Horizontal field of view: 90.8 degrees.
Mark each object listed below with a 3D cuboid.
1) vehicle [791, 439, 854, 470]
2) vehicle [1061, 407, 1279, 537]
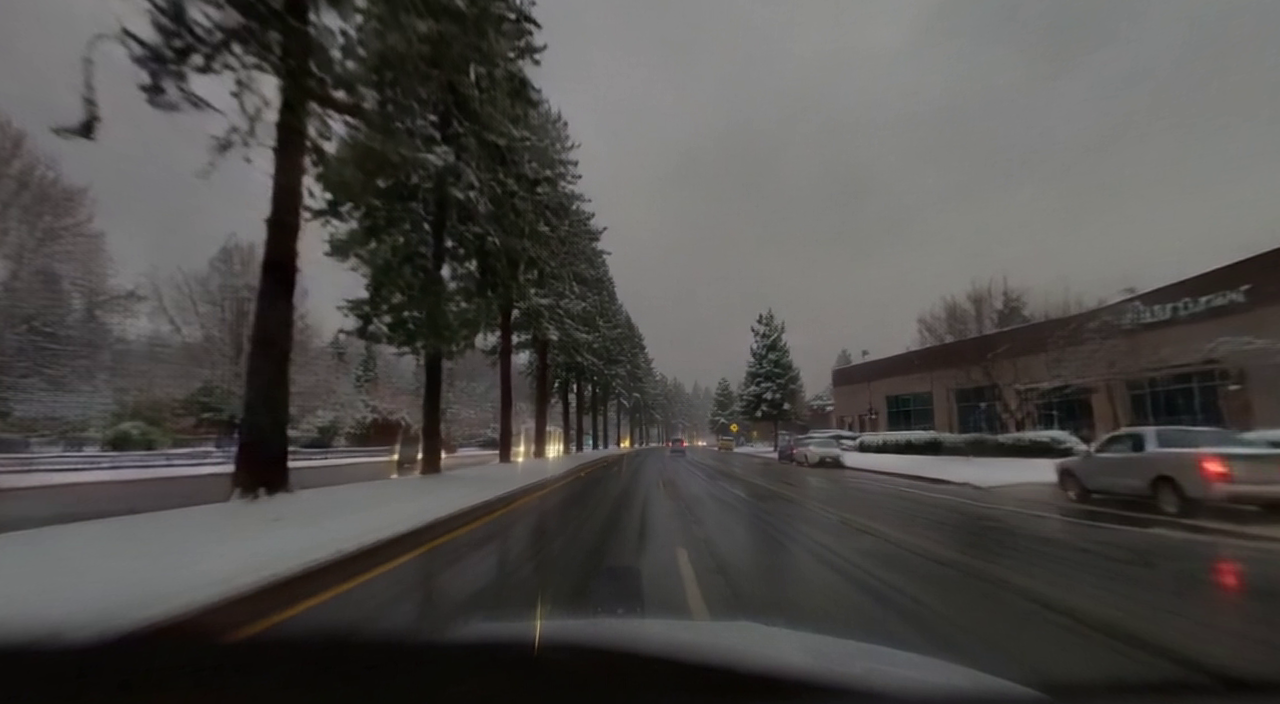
[{"bbox_3d":[9.121,5.155,31.942,2.022,1.449,4.706,-1,-9,3],"label":"vehicle"},{"bbox_3d":[10.939,2.186,12.157,2.264,1.958,5.135,-1,-9,3],"label":"vehicle"}]
